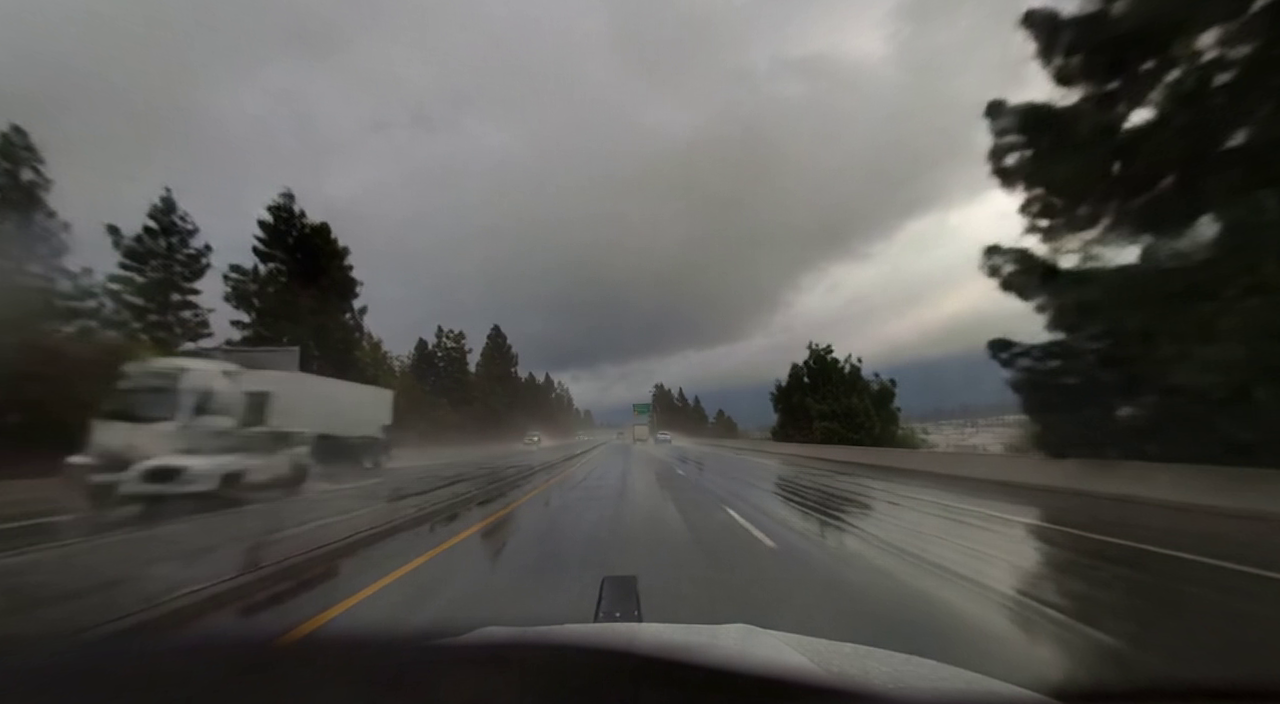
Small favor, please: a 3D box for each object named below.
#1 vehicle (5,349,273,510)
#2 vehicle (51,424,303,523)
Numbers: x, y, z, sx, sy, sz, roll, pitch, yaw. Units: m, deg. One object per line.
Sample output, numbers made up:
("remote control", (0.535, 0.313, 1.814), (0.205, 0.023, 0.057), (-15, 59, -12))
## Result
("vehicle", (-14.277, 2.317, 18.761), (2.984, 4.005, 5.879), (0, -8, -1))
("vehicle", (-10.019, 2.624, 14.215), (2.434, 1.856, 4.296), (0, -8, -1))
